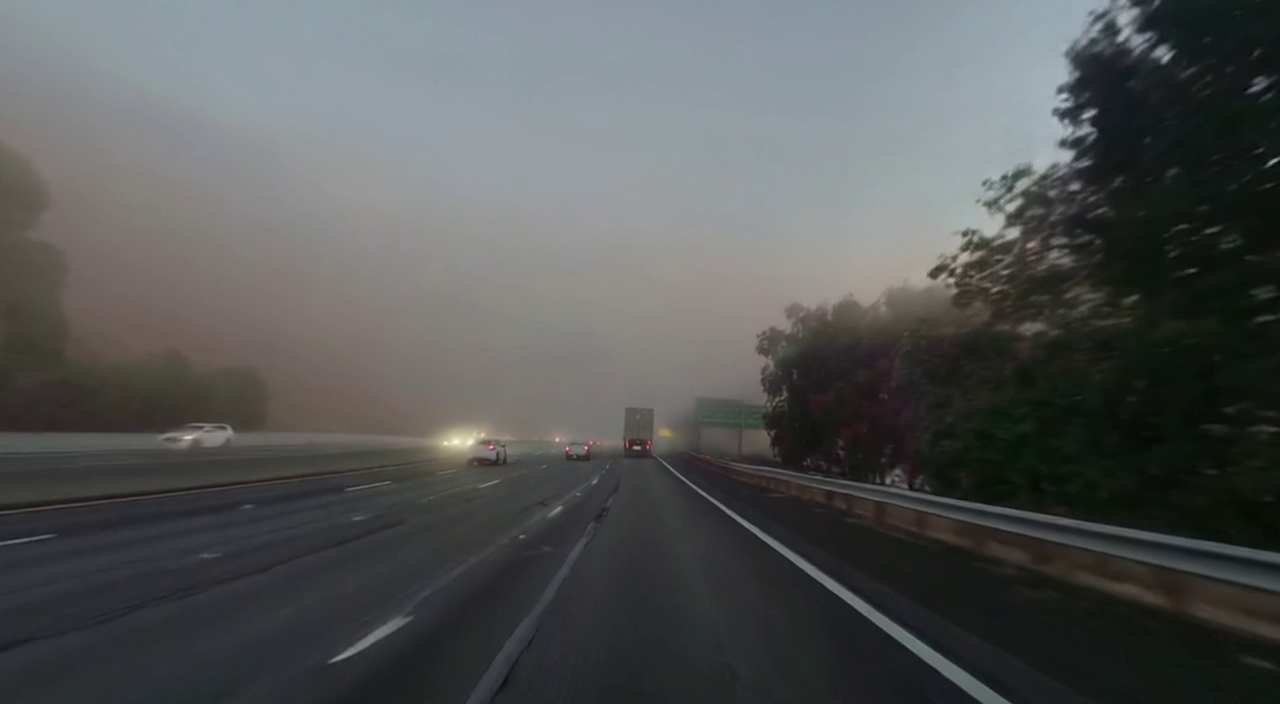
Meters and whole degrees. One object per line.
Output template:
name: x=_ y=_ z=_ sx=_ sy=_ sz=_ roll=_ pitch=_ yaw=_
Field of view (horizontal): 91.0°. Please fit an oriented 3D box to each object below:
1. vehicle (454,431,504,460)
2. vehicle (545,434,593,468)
vehicle: x=-10.240 y=6.011 z=40.424 sx=1.958 sy=1.758 sz=4.684 roll=0 pitch=-9 yaw=0
vehicle: x=-3.786 y=5.404 z=34.497 sx=2.053 sy=1.746 sz=4.508 roll=0 pitch=-9 yaw=1
